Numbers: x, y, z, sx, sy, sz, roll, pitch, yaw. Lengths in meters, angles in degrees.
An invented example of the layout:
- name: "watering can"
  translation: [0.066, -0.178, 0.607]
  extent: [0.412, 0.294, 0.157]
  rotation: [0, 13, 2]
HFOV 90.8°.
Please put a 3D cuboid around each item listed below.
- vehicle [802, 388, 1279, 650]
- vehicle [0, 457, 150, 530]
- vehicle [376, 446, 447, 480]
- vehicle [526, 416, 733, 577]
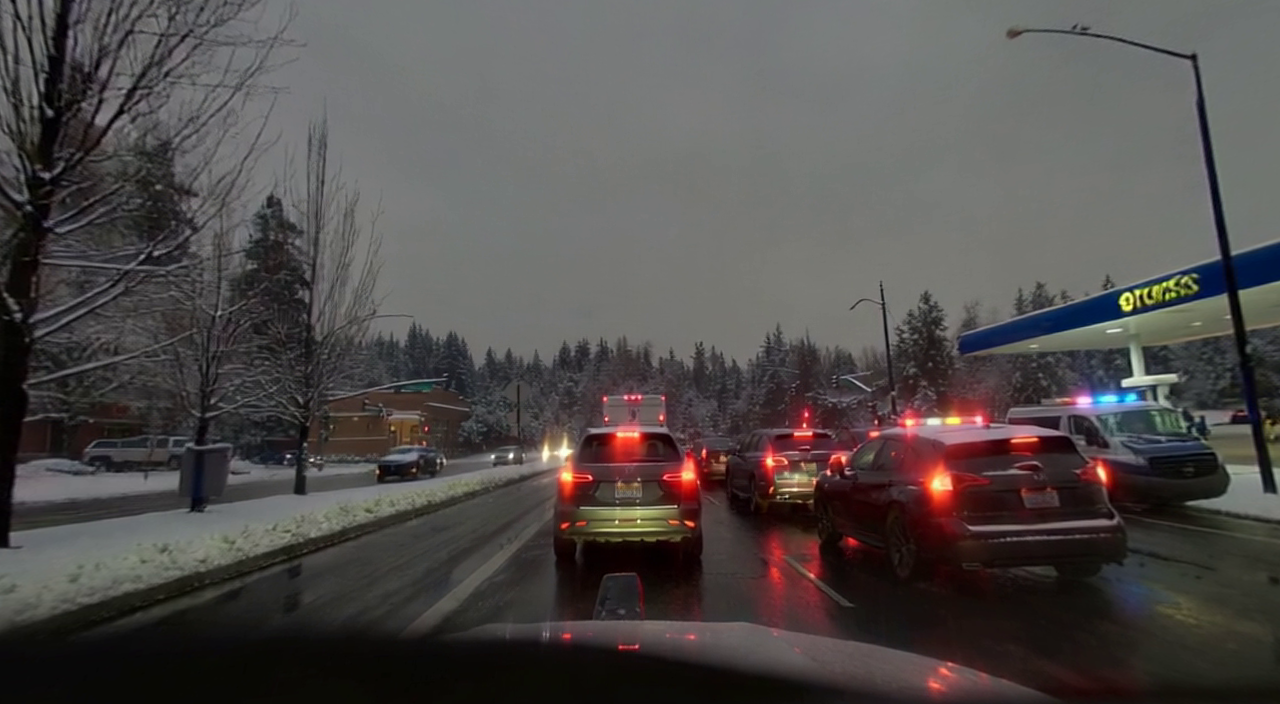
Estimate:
- name: "vehicle"
  translation: [3.365, 1.422, 6.439]
  extent: [2.056, 1.700, 4.399]
  rotation: [0, -9, -3]
- name: "vehicle"
  translation: [-14.681, 3.335, 15.299]
  extent: [2.011, 1.465, 4.528]
  rotation: [0, -9, 0]
- name: "vehicle"
  translation: [-11.402, 5.547, 31.863]
  extent: [1.955, 1.546, 4.232]
  rotation: [0, -9, 1]
- name: "vehicle"
  translation: [-0.151, 1.761, 8.387]
  extent: [2.106, 1.613, 3.697]
  rotation: [0, -9, -1]
